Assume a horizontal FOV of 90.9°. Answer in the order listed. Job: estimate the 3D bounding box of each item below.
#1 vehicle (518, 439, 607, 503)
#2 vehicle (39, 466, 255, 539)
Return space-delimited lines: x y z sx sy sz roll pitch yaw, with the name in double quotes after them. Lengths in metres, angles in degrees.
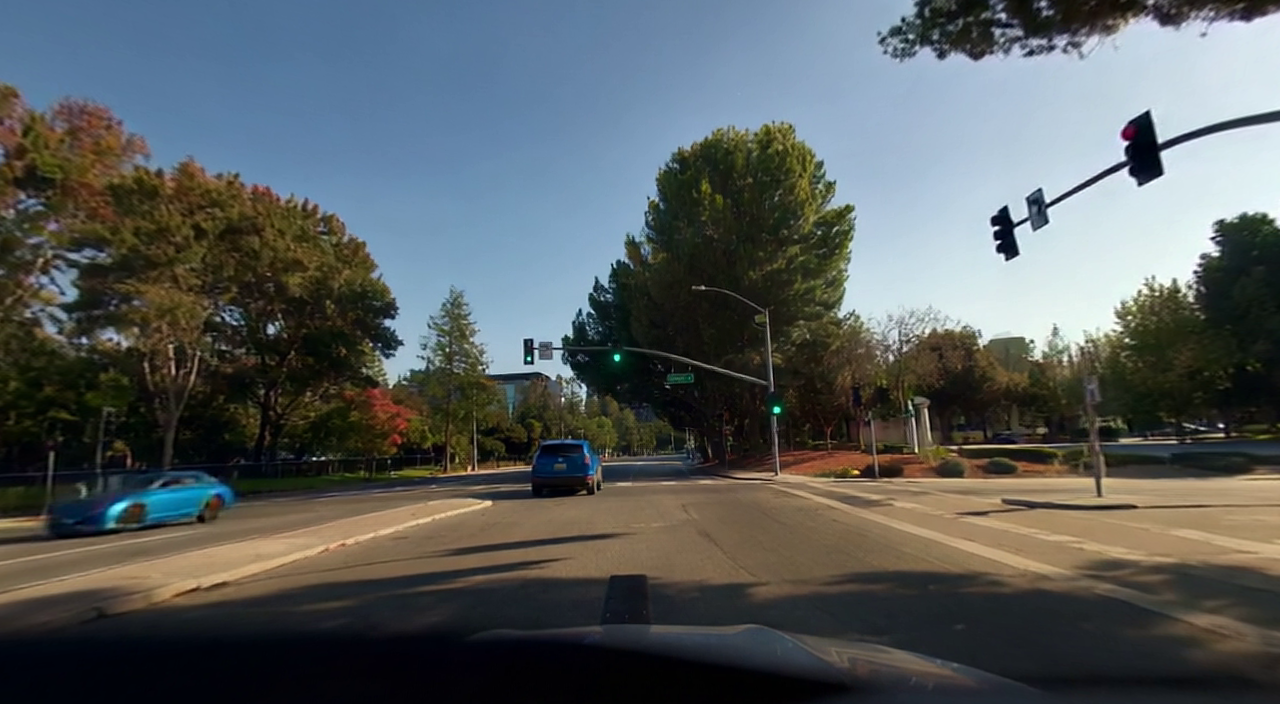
-2.319 3.716 20.202 2.123 1.799 4.425 -1 -8 2 "vehicle"
-12.429 3.776 16.357 1.980 1.452 4.318 -1 -8 2 "vehicle"
